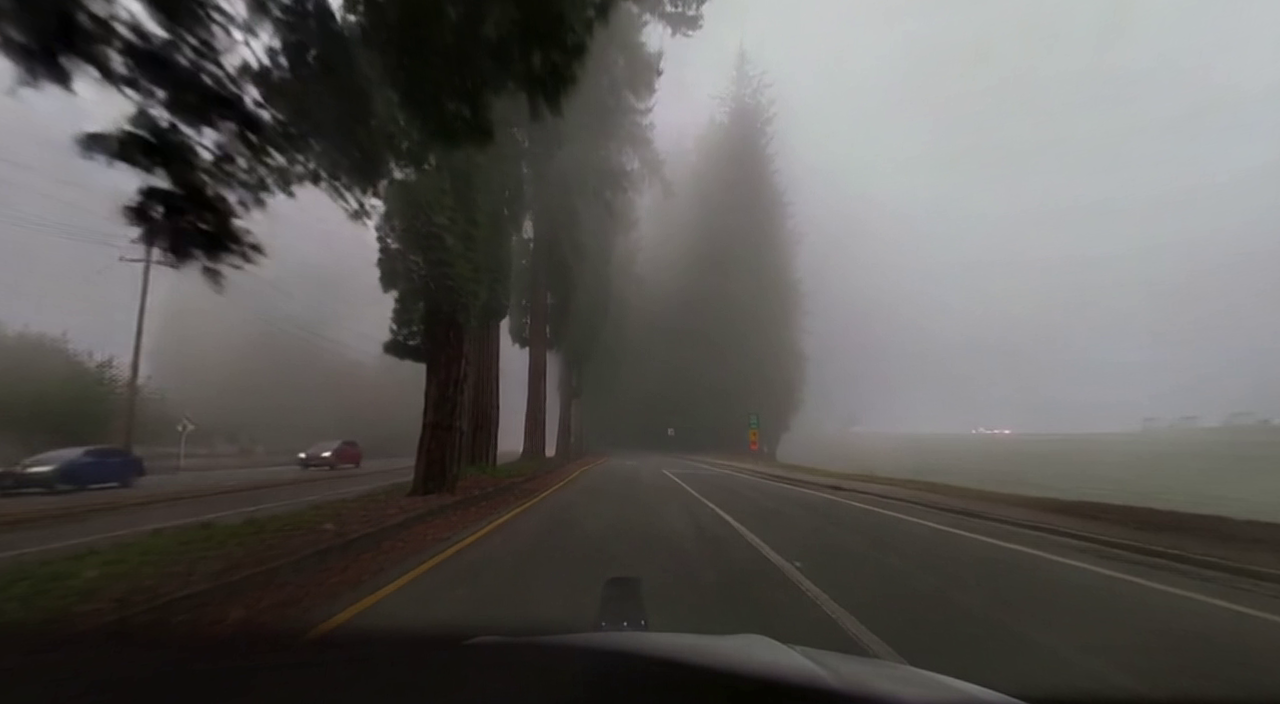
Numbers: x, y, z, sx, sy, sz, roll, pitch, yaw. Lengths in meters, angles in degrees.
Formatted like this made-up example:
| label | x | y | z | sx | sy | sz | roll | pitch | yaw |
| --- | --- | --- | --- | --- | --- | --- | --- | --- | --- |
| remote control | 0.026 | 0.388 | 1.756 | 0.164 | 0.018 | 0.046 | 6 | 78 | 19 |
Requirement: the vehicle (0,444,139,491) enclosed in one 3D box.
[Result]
| label | x | y | z | sx | sy | sz | roll | pitch | yaw |
| --- | --- | --- | --- | --- | --- | --- | --- | --- | --- |
| vehicle | -19.977 | 3.962 | 21.958 | 1.844 | 1.461 | 3.788 | 0 | -8 | 0 |

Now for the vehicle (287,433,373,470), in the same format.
| label | x | y | z | sx | sy | sz | roll | pitch | yaw |
| --- | --- | --- | --- | --- | --- | --- | --- | --- | --- |
| vehicle | -16.983 | 5.456 | 34.851 | 2.064 | 1.844 | 4.845 | -1 | -8 | 2 |
